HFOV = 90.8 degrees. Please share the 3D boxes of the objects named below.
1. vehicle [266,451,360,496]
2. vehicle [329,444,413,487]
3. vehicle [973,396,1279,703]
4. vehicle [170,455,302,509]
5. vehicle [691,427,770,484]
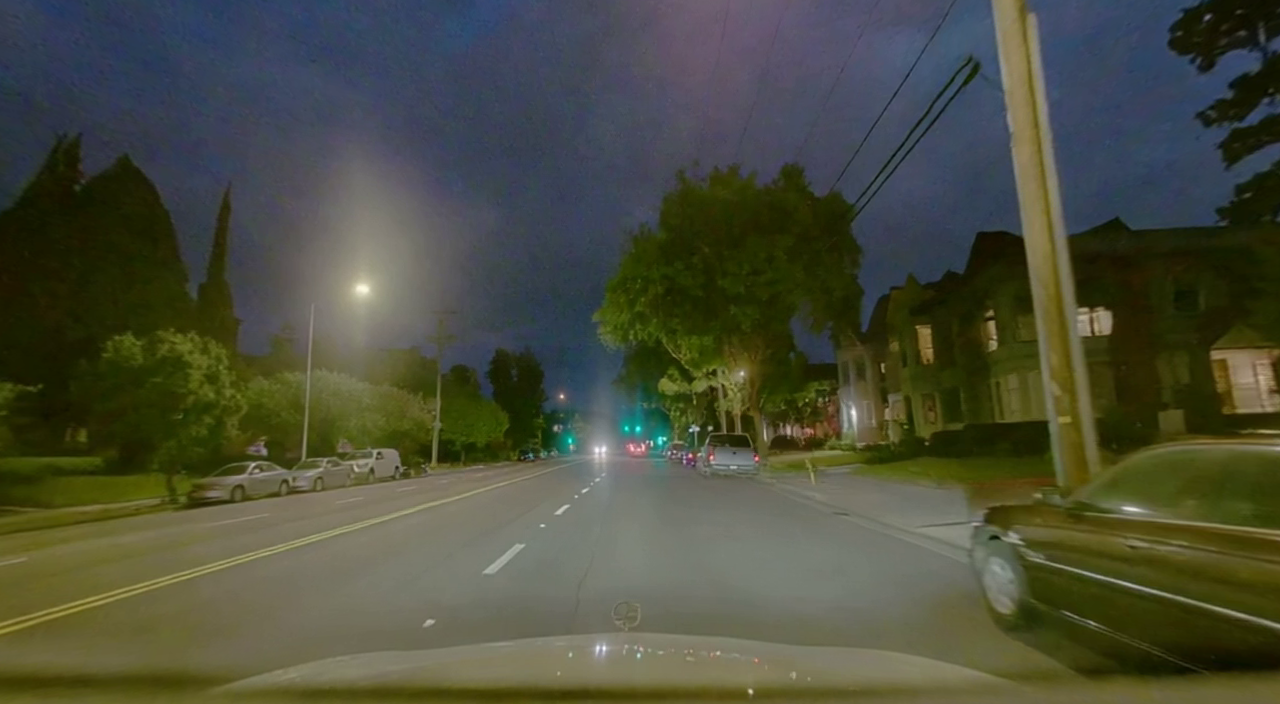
[{"bbox_3d":[-13.949,5.158,27.232,1.772,1.736,4.020,0,-9,1],"label":"vehicle"},{"bbox_3d":[-13.963,5.912,33.158,2.213,1.903,5.326,-5,-9,-2],"label":"vehicle"},{"bbox_3d":[3.795,0.974,2.559,2.071,1.610,5.193,0,-9,0],"label":"vehicle"},{"bbox_3d":[-13.985,4.496,22.180,2.017,1.574,4.024,-4,-10,-1],"label":"vehicle"},{"bbox_3d":[3.511,4.227,26.000,2.327,2.026,6.259,0,-9,0],"label":"vehicle"}]
